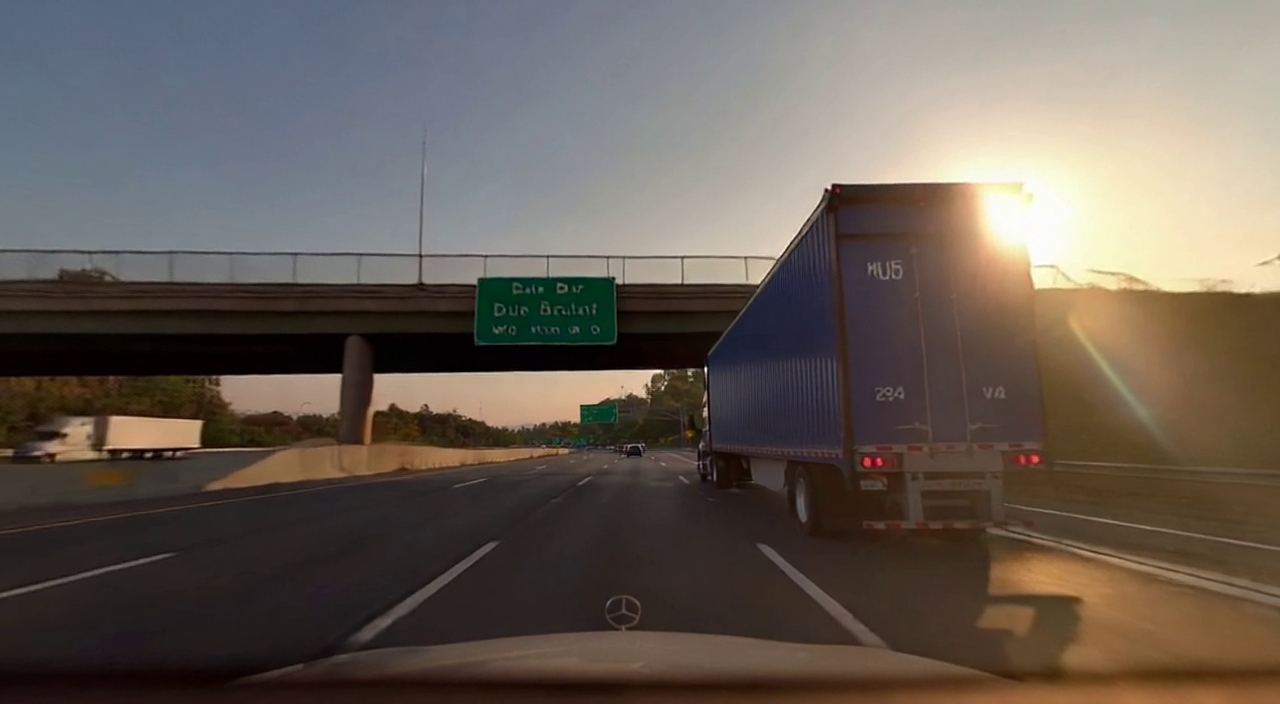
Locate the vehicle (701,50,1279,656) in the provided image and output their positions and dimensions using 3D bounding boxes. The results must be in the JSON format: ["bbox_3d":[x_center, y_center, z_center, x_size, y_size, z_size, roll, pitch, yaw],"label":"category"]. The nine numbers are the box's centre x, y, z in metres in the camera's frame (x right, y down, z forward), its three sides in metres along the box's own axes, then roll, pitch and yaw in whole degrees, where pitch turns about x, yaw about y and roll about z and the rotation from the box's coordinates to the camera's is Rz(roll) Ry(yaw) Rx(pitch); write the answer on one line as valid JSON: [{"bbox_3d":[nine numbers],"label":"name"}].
[{"bbox_3d":[3.498,1.094,12.410,2.743,4.160,16.408,0,-9,-1],"label":"vehicle"}]

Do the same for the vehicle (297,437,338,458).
[{"bbox_3d":[-25.388,7.573,49.834,1.528,1.370,3.394,-1,-12,-1],"label":"vehicle"}]
